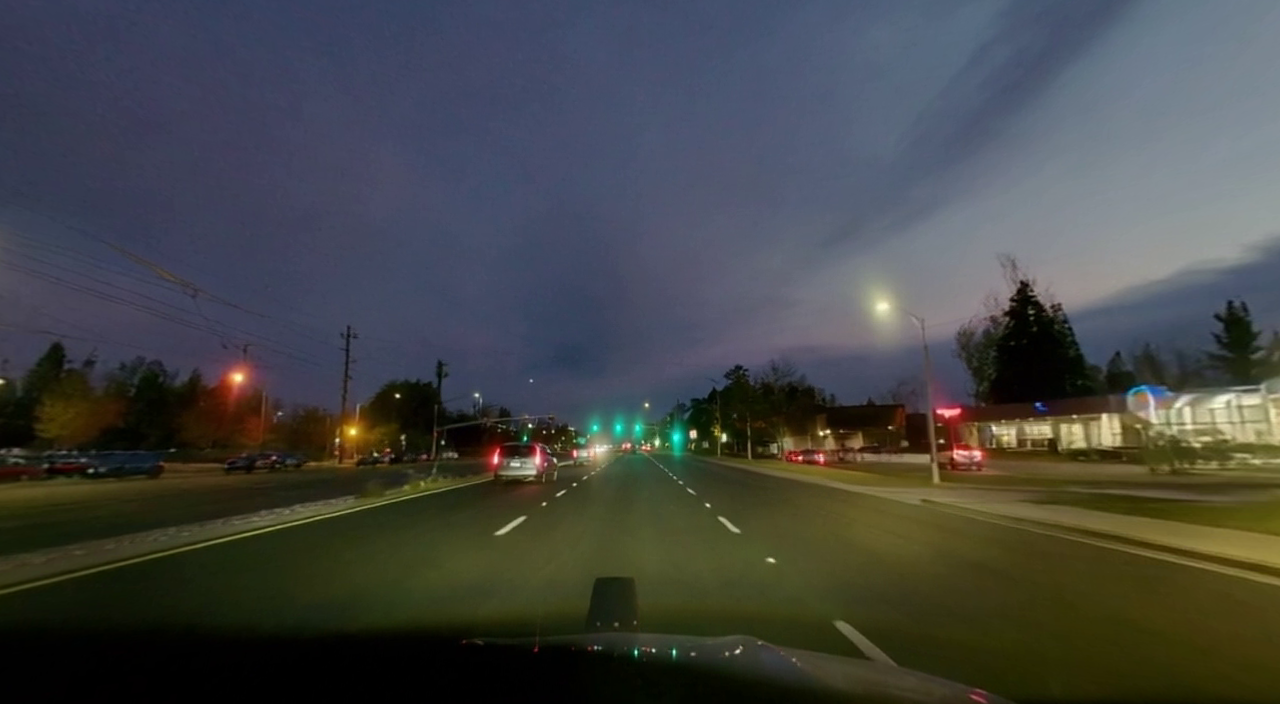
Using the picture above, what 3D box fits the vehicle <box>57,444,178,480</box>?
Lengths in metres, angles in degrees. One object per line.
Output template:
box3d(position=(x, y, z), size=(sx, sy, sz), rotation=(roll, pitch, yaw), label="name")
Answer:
box3d(position=(-31.357, 6.580, 38.101), size=(2.257, 1.963, 6.041), rotation=(0, -9, -2), label="vehicle")

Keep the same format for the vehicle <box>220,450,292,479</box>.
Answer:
box3d(position=(-23.088, 6.744, 38.059), size=(1.836, 1.582, 4.075), rotation=(0, -9, -1), label="vehicle")

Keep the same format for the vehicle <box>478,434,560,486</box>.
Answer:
box3d(position=(-4.263, 3.879, 22.911), size=(2.109, 1.672, 4.256), rotation=(0, -9, 0), label="vehicle")

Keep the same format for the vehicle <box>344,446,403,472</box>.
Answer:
box3d(position=(-19.344, 7.755, 45.949), size=(2.108, 1.770, 4.992), rotation=(0, -9, 0), label="vehicle")

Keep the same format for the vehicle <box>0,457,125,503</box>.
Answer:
box3d(position=(-22.766, 4.922, 24.560), size=(1.858, 1.530, 4.044), rotation=(0, -9, 0), label="vehicle")
